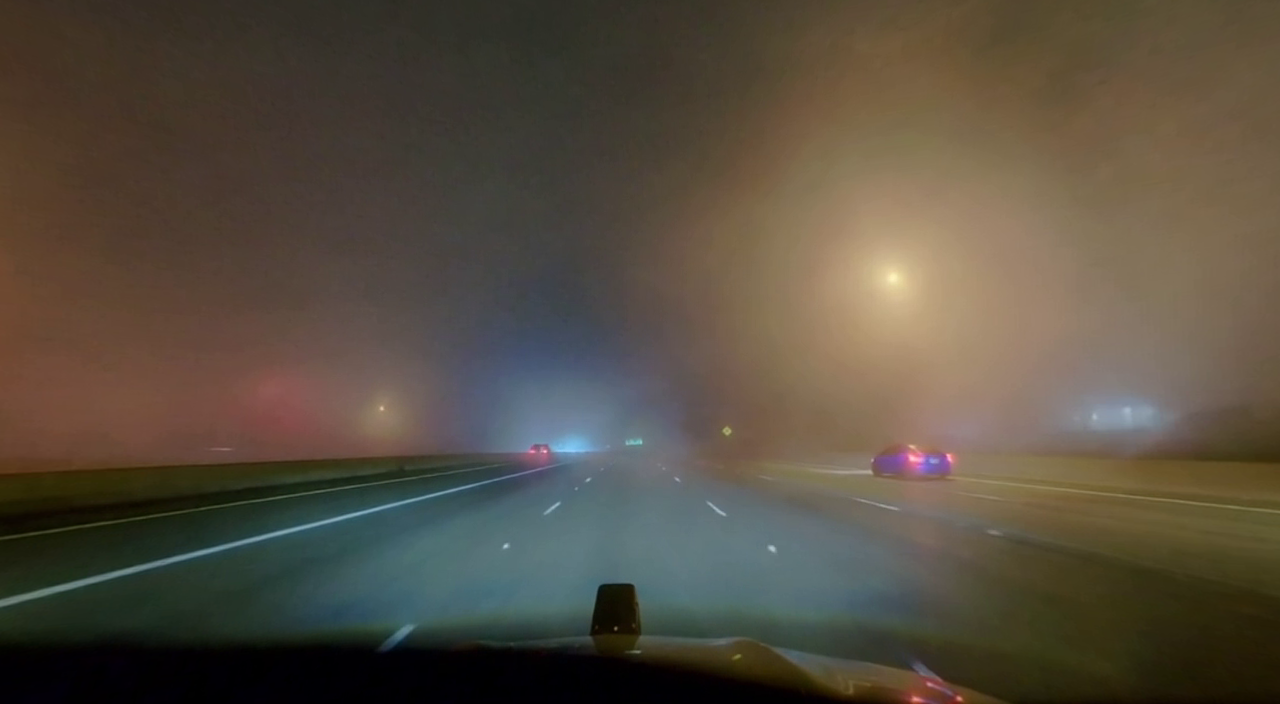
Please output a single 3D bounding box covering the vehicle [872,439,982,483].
[{"bbox_3d":[10.685,4.081,23.938,1.985,1.493,4.486,0,-8,-1],"label":"vehicle"}]
